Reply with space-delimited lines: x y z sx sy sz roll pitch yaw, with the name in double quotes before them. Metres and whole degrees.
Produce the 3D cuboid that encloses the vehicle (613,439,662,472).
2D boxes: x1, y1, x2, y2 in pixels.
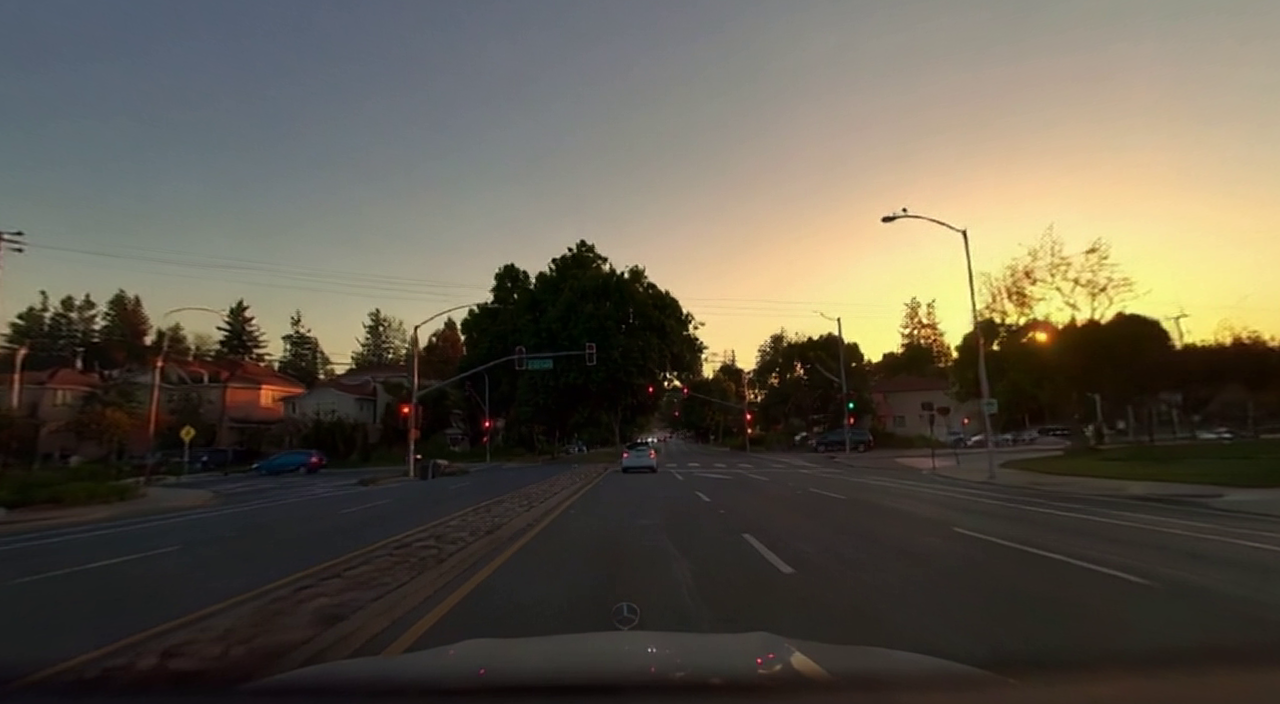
"vehicle" -0.048 5.314 32.531 2.074 1.570 3.647 0 -9 7
